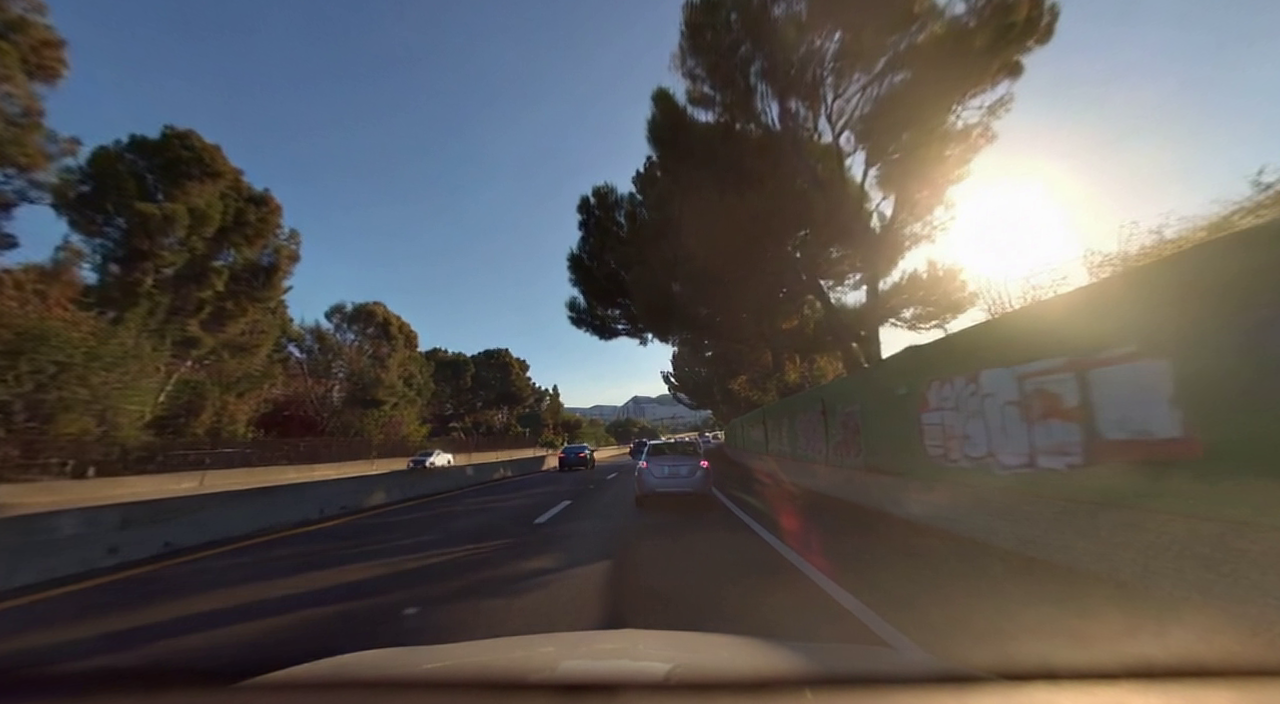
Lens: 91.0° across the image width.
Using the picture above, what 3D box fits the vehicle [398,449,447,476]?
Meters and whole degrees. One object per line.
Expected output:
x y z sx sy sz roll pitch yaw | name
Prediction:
-15.220 7.718 44.229 1.910 1.820 4.007 0 -8 1 | vehicle

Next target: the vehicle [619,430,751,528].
0.744 2.297 11.936 2.077 1.533 3.854 0 -8 1 | vehicle

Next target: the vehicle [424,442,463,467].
-15.128 7.871 48.612 1.831 1.837 3.199 -1 -9 3 | vehicle

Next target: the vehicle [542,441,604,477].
-2.861 4.692 27.869 2.059 1.471 4.152 -1 -8 3 | vehicle
